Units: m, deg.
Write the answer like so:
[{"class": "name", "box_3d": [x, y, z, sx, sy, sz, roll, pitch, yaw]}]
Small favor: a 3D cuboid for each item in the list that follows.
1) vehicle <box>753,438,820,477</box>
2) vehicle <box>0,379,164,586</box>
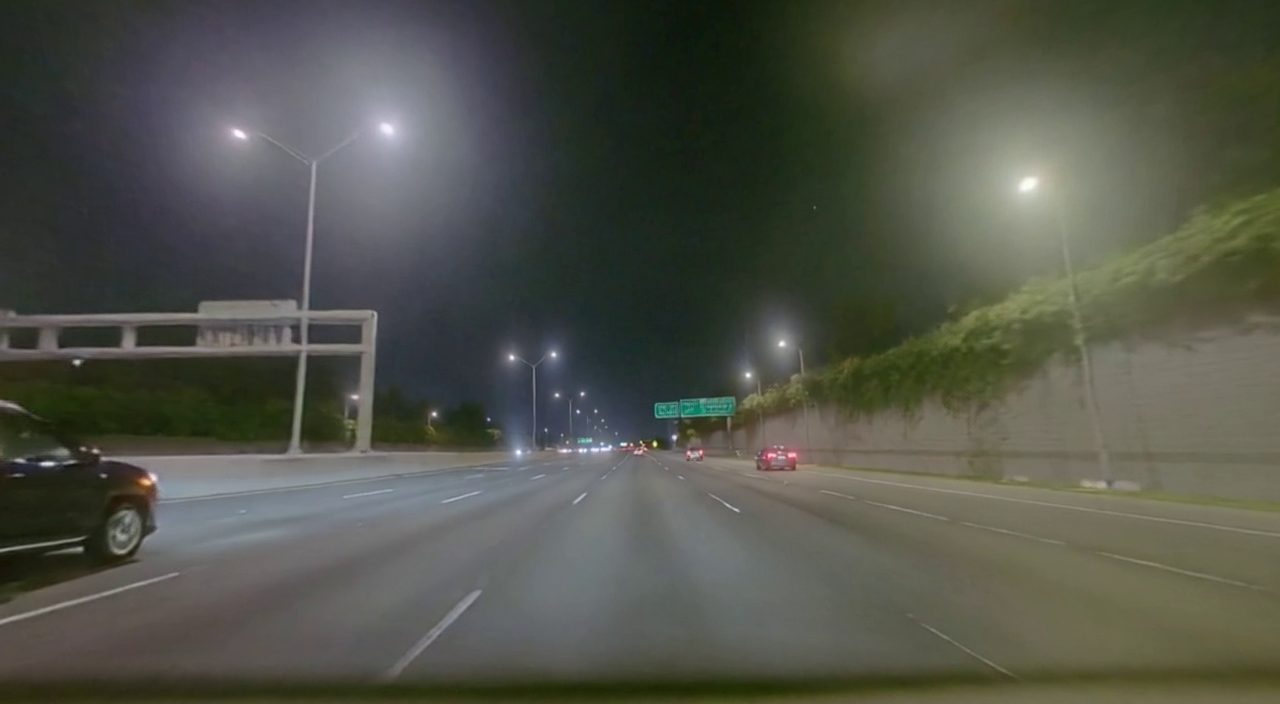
[{"class": "vehicle", "box_3d": [7.169, 5.200, 31.298, 2.167, 1.781, 4.340, 0, -9, -1]}, {"class": "vehicle", "box_3d": [-7.500, 1.194, 5.602, 2.431, 2.005, 5.166, 0, -9, 0]}]
